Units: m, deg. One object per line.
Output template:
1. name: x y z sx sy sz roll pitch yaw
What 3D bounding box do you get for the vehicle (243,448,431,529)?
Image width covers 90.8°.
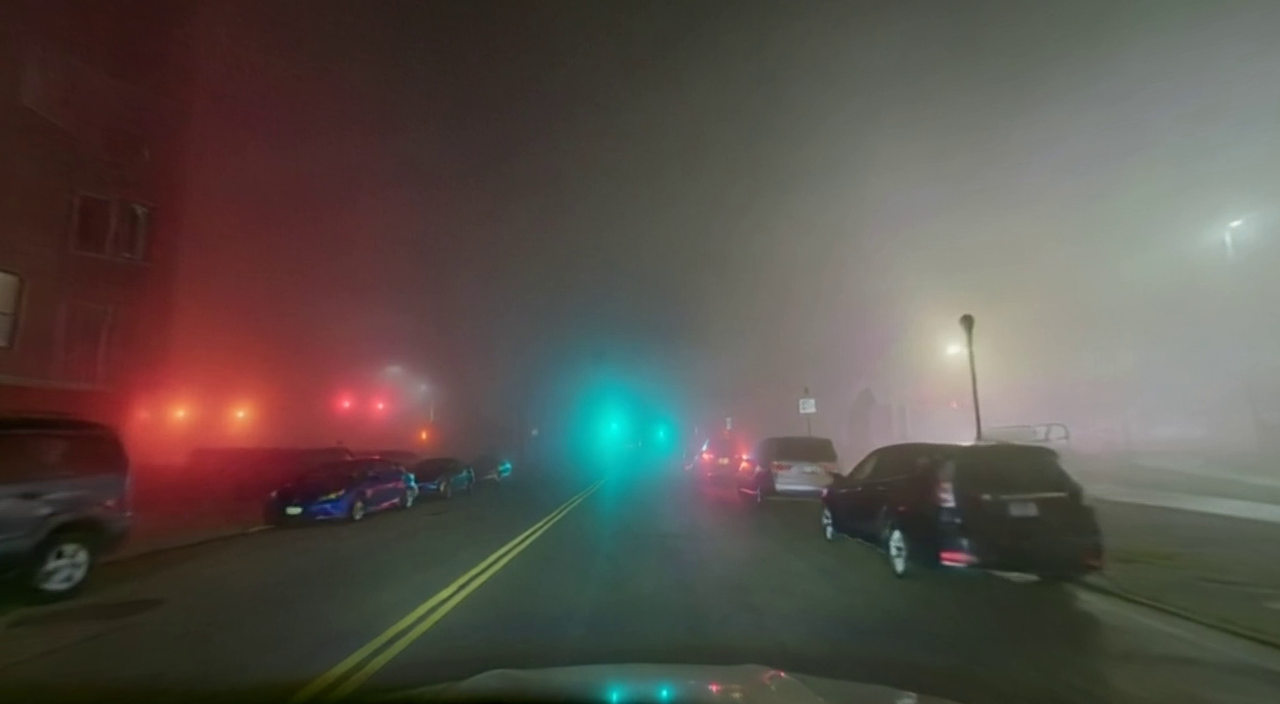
1. vehicle: -6.592 2.970 14.493 1.913 1.479 4.714 0 -8 1

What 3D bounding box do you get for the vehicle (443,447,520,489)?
1. vehicle: -6.569 4.954 26.767 2.033 1.523 4.867 -3 -12 0

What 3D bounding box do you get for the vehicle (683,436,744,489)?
1. vehicle: 2.762 4.257 24.734 1.954 1.845 4.682 0 -8 1

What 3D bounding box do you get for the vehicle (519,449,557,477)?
1. vehicle: -6.912 7.511 43.120 1.893 1.758 4.019 0 -8 0

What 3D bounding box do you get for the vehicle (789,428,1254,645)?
1. vehicle: 3.202 1.612 6.825 1.908 1.461 4.873 0 -8 -1

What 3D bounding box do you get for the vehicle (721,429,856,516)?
1. vehicle: 3.327 2.800 15.360 1.886 1.740 5.167 0 -8 -2

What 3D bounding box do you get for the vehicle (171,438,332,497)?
1. vehicle: -13.629 4.036 22.378 4.520 1.675 1.843 -4 -7 -2

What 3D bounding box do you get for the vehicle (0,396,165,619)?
1. vehicle: -6.681 1.319 5.149 2.008 1.969 4.740 0 -8 -2
